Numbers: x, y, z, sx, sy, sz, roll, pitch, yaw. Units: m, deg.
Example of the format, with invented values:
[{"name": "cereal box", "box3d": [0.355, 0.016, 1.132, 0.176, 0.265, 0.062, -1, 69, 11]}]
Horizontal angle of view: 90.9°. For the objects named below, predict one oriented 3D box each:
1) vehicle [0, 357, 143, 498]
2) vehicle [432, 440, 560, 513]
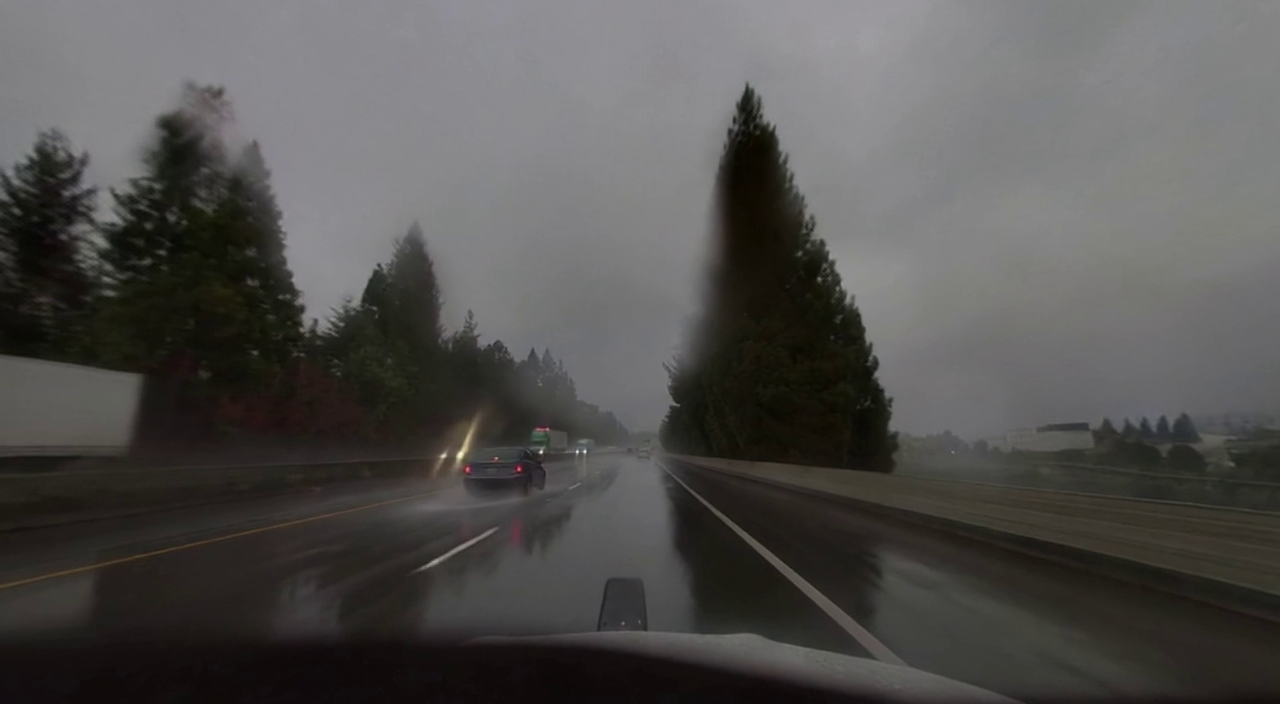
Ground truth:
[{"name": "vehicle", "box3d": [-17.083, 1.723, 14.640, 2.902, 3.412, 9.823, 0, -9, 1]}, {"name": "vehicle", "box3d": [-3.306, 2.962, 15.500, 1.969, 1.505, 4.636, 0, -9, 1]}]
